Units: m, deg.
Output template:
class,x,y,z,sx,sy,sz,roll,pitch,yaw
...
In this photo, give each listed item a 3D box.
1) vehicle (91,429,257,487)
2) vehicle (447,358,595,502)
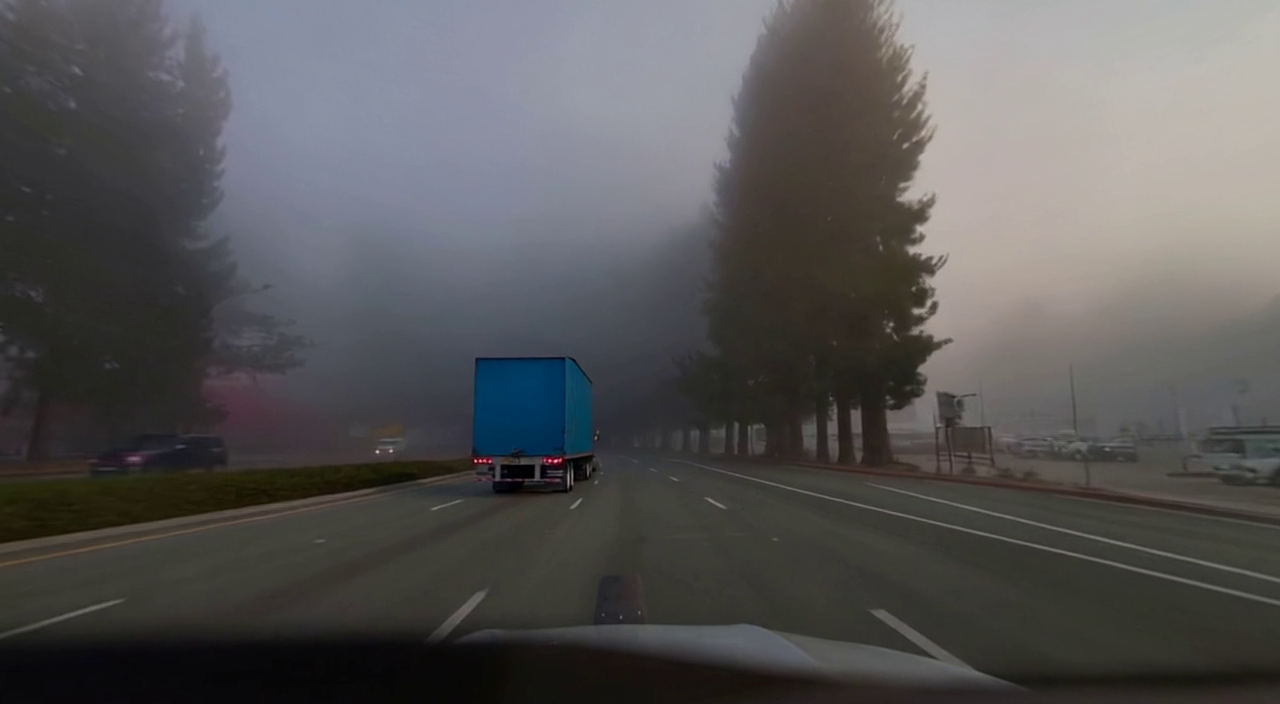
class,x,y,z,sx,sy,sz,roll,pitch,yaw
vehicle,-15.122,3.449,20.934,2.157,1.680,4.524,0,-8,-2
vehicle,-3.135,2.452,19.357,2.910,3.419,8.376,0,-8,0
